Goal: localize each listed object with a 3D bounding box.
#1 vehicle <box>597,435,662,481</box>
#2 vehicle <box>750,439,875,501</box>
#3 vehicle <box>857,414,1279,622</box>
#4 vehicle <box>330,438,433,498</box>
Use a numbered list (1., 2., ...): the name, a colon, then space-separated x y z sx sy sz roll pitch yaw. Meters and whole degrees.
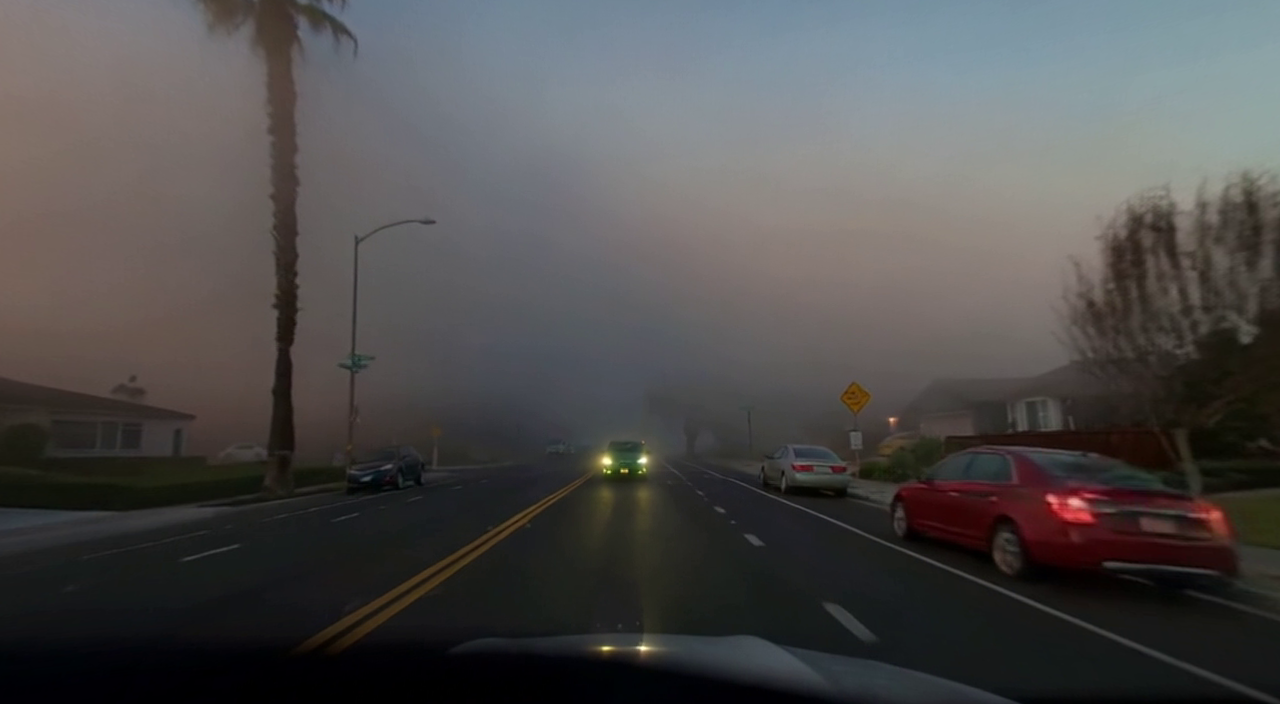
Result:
1. vehicle: -0.408 3.751 22.604 2.098 1.483 4.099 0 -8 -2
2. vehicle: 4.698 3.295 18.198 2.013 1.501 5.235 0 -8 -1
3. vehicle: 4.570 1.734 7.833 2.017 1.646 5.389 0 -9 2
4. vehicle: -8.804 3.923 21.921 1.945 1.666 4.107 -3 -6 -2
